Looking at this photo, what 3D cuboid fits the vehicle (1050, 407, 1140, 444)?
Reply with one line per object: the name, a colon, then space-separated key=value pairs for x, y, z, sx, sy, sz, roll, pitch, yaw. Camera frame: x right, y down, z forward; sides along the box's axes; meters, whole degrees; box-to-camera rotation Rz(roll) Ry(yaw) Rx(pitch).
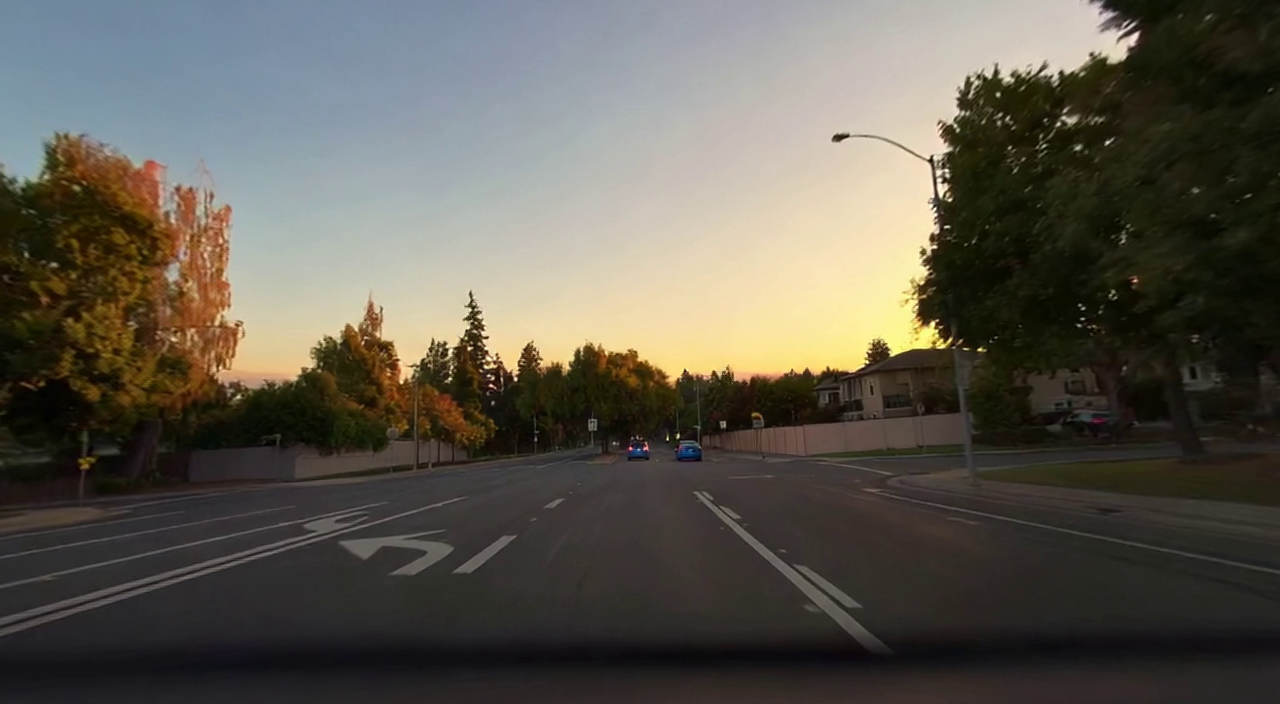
vehicle: x=31.140 y=4.978 z=43.471 sx=2.072 sy=2.012 sz=5.323 roll=-5 pitch=-2 yaw=-1
